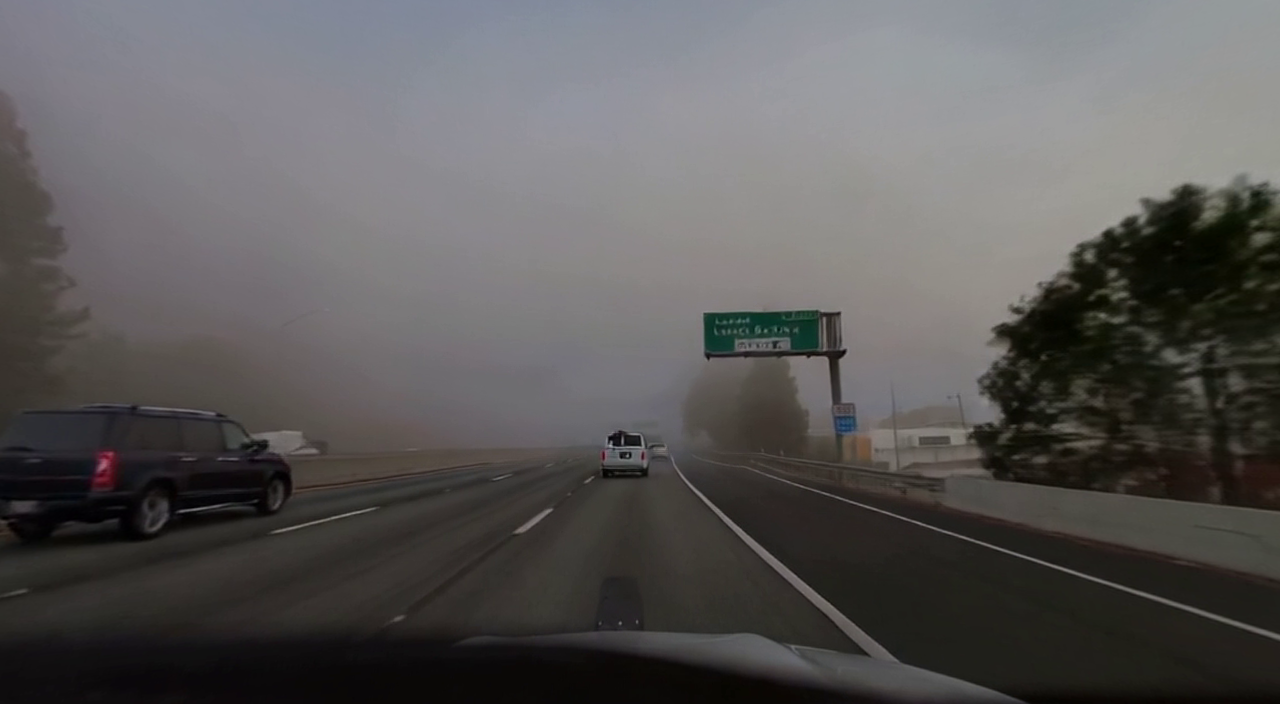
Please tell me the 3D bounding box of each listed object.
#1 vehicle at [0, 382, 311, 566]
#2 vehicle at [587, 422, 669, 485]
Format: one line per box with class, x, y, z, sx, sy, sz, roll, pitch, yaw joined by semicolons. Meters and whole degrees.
vehicle;-7.443;1.683;9.362;2.289;1.955;5.147;0;-9;0
vehicle;-0.264;3.634;22.769;2.497;1.957;5.432;-1;-9;3
